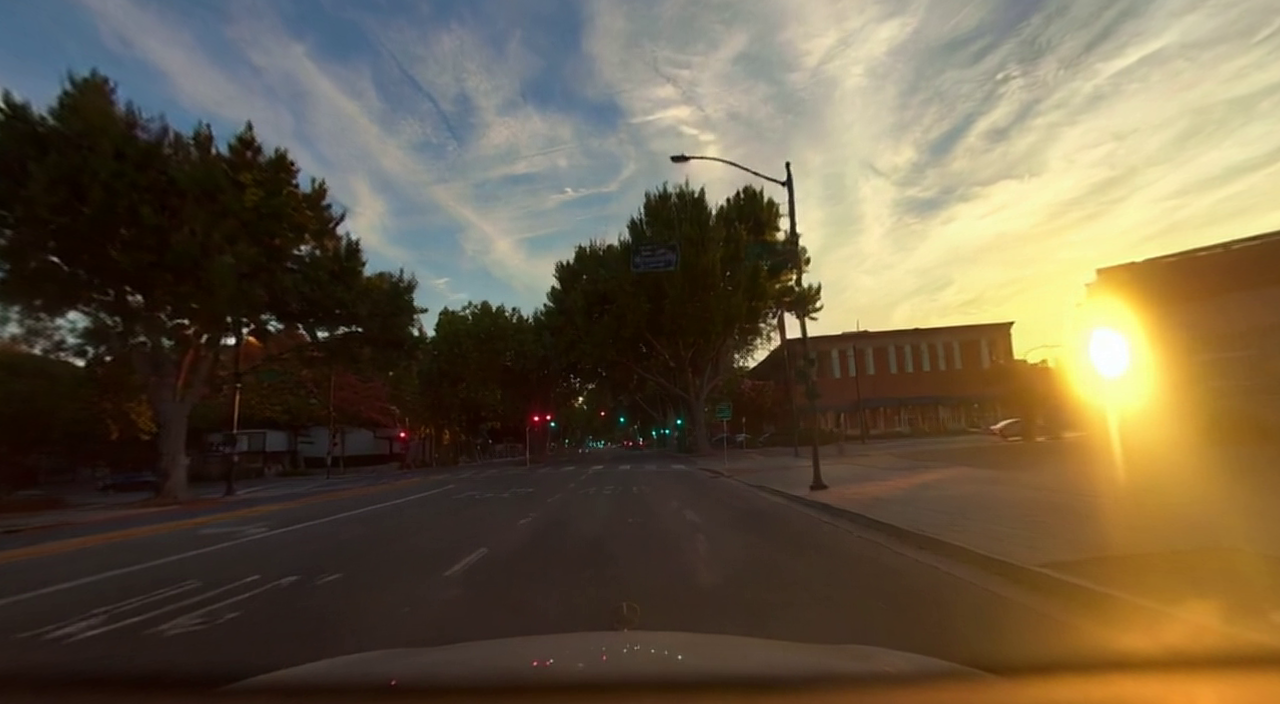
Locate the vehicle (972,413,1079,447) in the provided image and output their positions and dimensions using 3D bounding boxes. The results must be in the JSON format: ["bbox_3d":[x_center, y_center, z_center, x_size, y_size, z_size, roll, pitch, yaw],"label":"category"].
[{"bbox_3d":[23.130,4.689,38.044,4.902,1.519,2.182,-5,-7,-1],"label":"vehicle"}]
